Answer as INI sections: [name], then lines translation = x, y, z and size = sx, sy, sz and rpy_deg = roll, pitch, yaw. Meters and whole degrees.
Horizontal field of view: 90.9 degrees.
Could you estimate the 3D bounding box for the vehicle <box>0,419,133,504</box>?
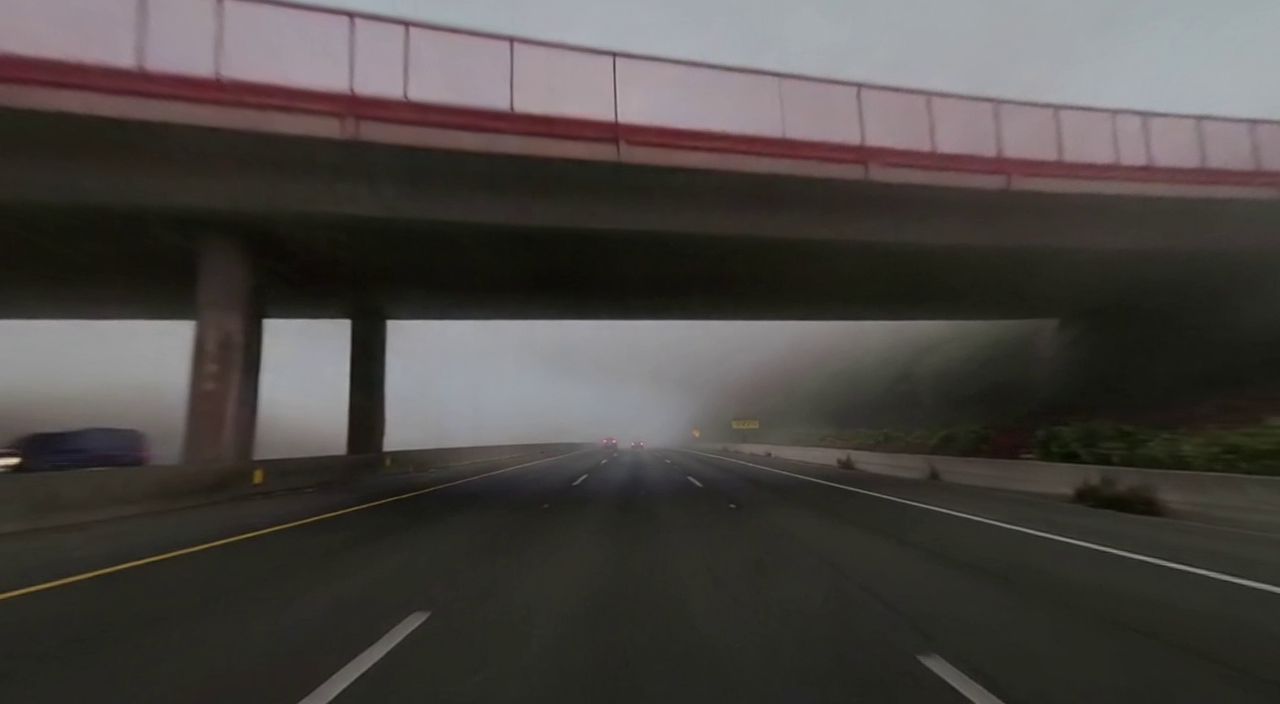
[vehicle]
translation = -15.675, 2.688, 15.740
size = 2.067, 1.946, 4.734
rpy_deg = 0, -8, 0
